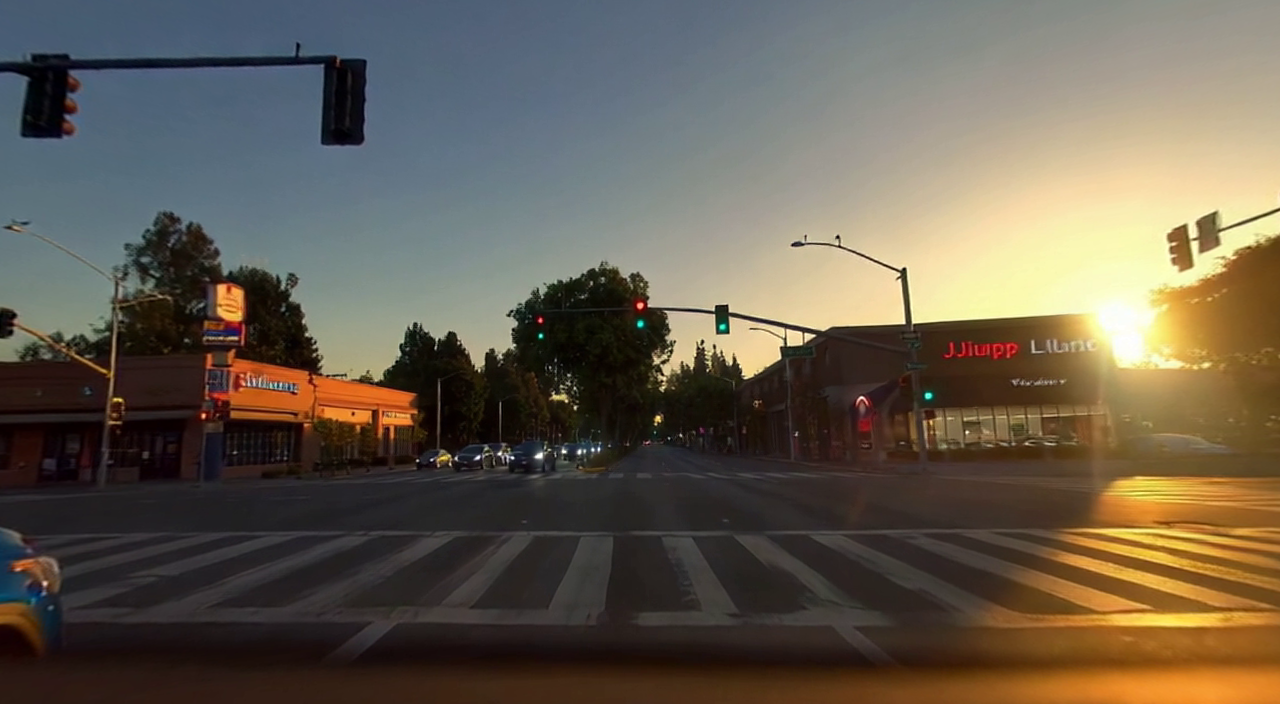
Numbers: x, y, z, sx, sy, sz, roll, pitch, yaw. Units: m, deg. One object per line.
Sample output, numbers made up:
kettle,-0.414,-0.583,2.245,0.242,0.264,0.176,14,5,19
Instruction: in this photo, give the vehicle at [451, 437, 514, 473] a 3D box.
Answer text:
vehicle,-8.416,5.536,34.327,2.273,1.791,4.809,0,-8,-1

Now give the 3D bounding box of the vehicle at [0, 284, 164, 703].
vehicle,-3.323,0.441,0.309,2.313,1.883,5.016,0,-9,-1

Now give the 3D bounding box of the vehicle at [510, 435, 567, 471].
vehicle,-5.439,5.497,34.637,2.384,1.787,5.038,0,-8,-2

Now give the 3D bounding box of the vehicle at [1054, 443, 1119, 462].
vehicle,34.363,7.749,48.706,3.740,1.433,1.646,0,-8,-2

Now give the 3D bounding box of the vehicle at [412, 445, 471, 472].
vehicle,-11.323,6.075,36.330,2.003,1.476,4.082,0,-8,1
